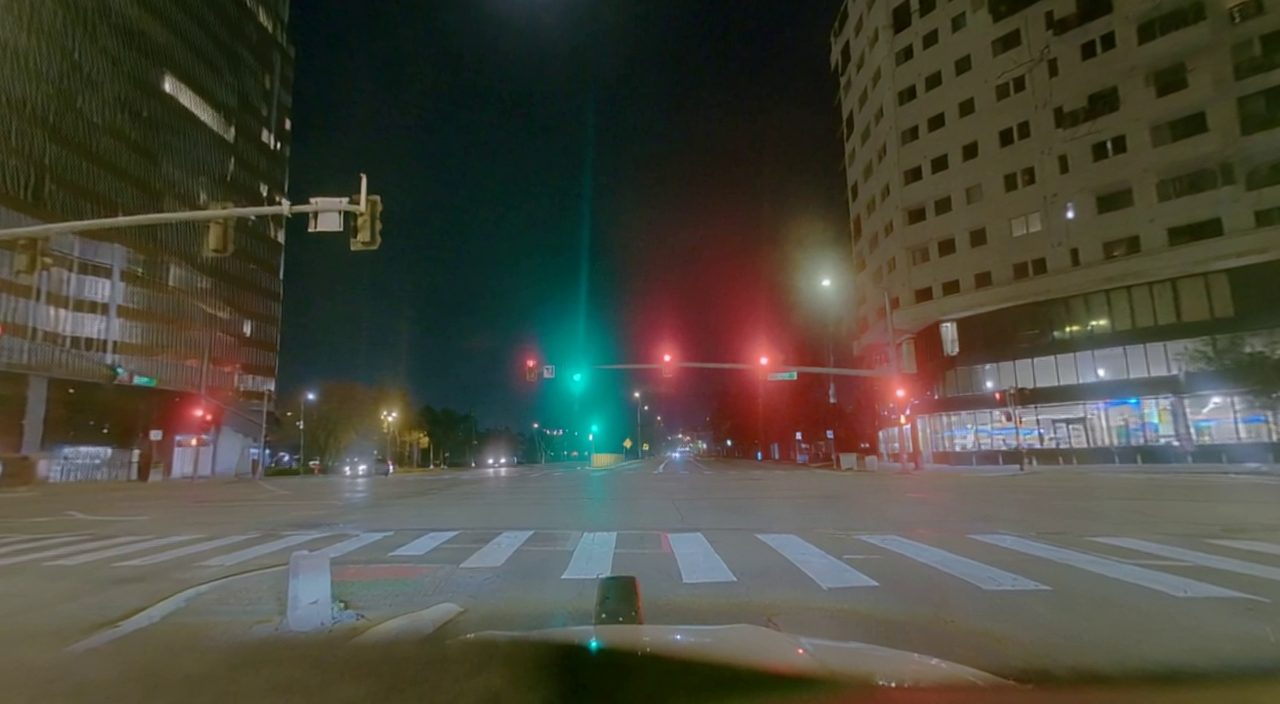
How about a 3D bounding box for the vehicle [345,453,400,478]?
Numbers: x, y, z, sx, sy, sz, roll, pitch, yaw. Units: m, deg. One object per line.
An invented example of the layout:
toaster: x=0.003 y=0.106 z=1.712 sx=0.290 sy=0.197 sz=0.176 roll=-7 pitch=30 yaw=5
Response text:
vehicle: x=-18.827 y=8.003 z=44.708 sx=1.933 sy=1.664 sz=4.255 roll=0 pitch=-9 yaw=1
